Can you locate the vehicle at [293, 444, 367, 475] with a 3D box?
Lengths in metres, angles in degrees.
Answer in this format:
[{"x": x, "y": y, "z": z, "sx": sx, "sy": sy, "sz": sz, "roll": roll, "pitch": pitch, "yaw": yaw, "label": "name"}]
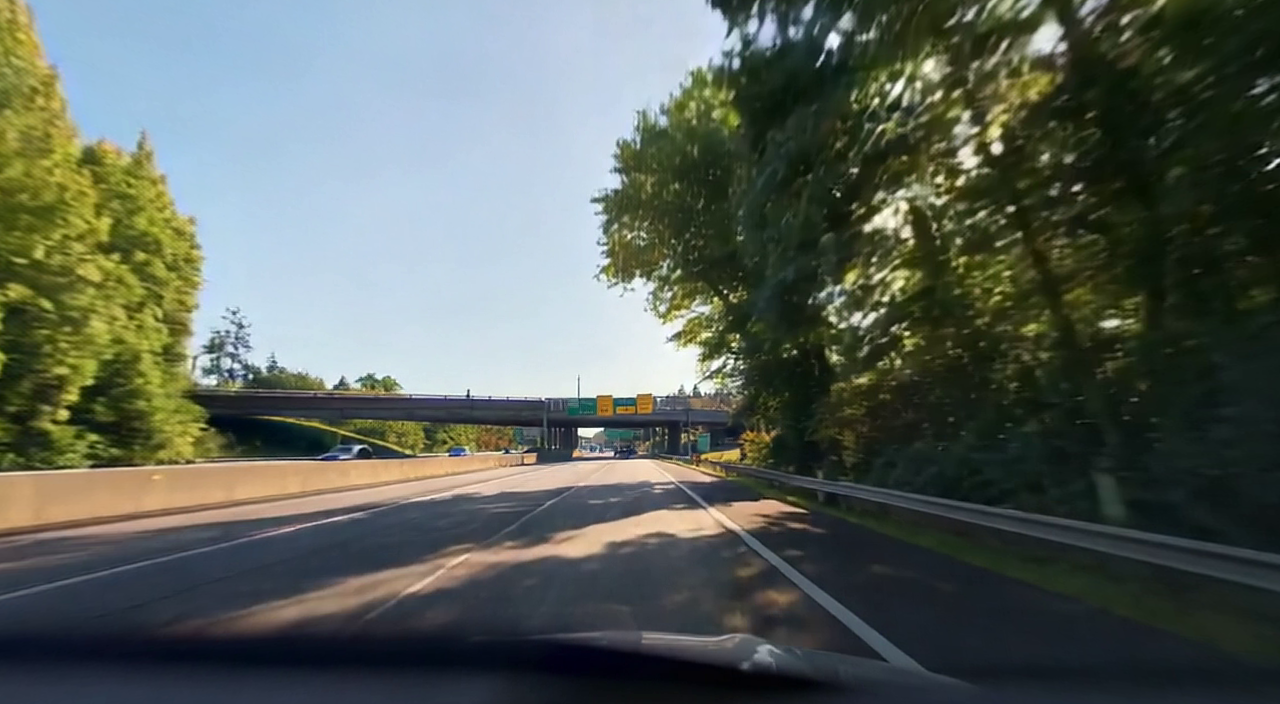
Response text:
[{"x": -15.599, "y": 5.411, "z": 31.912, "sx": 1.840, "sy": 1.465, "sz": 3.721, "roll": 0, "pitch": -9, "yaw": -1, "label": "vehicle"}]
